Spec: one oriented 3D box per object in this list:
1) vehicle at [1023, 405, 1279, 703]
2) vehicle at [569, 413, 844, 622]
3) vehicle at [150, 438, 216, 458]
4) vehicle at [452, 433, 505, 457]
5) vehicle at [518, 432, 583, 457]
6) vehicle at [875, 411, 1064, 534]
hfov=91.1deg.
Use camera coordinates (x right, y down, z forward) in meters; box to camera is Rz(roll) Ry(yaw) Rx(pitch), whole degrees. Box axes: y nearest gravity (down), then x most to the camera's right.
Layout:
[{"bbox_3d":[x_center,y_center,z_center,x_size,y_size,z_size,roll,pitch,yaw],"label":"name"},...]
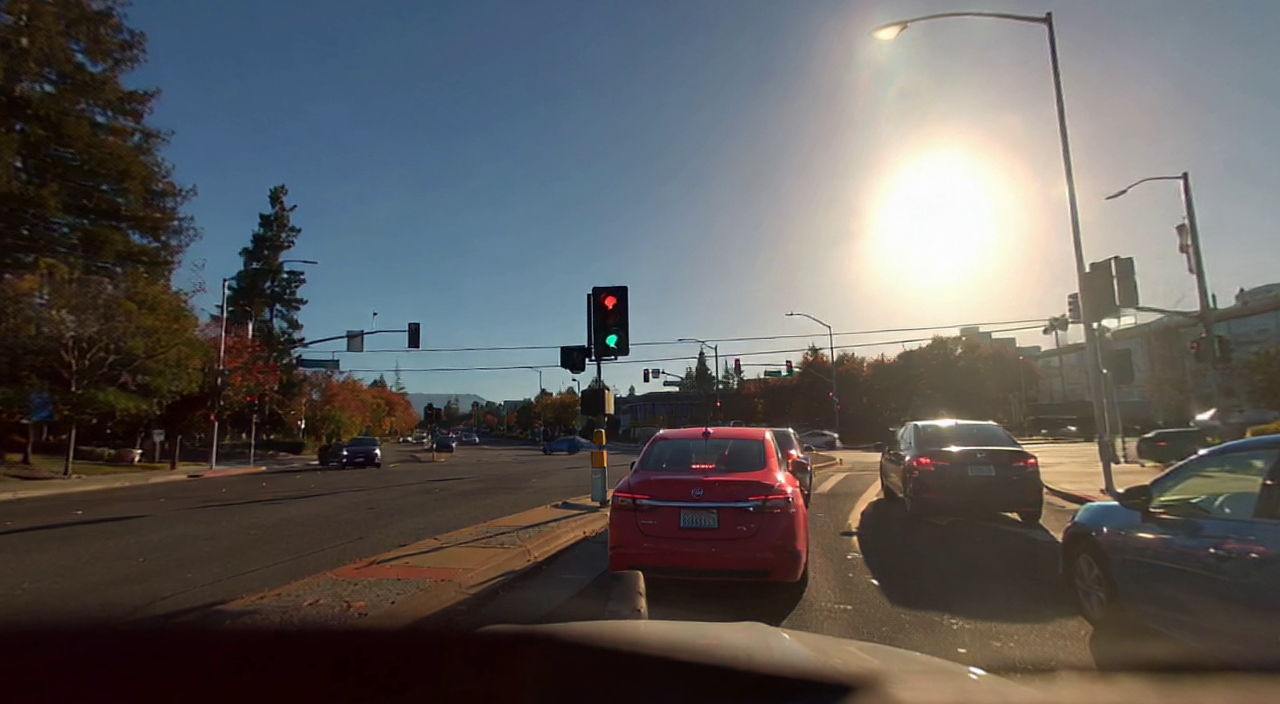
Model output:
[{"bbox_3d":[4.245,1.063,3.365,1.954,1.508,4.441,-1,-8,6],"label":"vehicle"},{"bbox_3d":[0.858,1.497,6.688,2.052,1.483,3.928,-2,-8,12],"label":"vehicle"},{"bbox_3d":[-35.370,7.439,48.647,1.652,1.433,3.733,-7,-11,40],"label":"vehicle"},{"bbox_3d":[-12.452,7.123,48.200,1.972,1.705,4.457,8,-11,-44],"label":"vehicle"},{"bbox_3d":[-5.948,6.103,41.549,1.932,1.573,4.509,8,-12,-44],"label":"vehicle"},{"bbox_3d":[5.545,2.043,11.287,2.102,1.717,4.373,-2,-9,16],"label":"vehicle"}]
